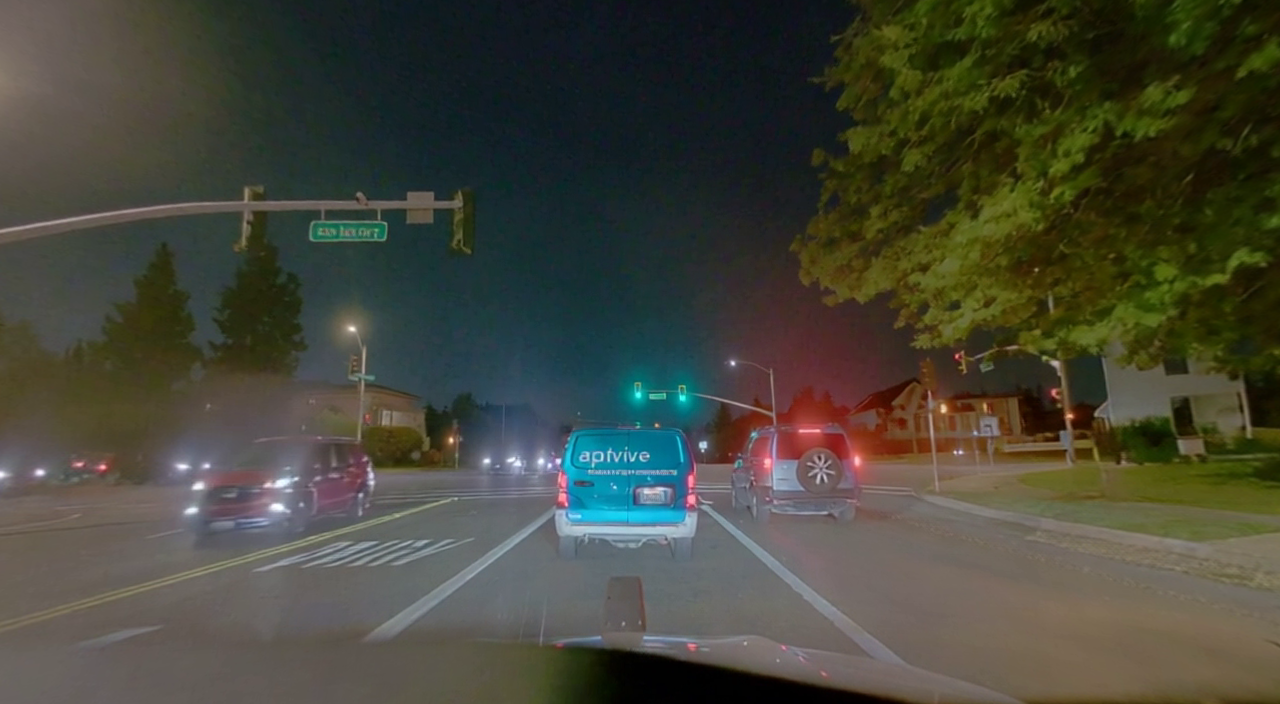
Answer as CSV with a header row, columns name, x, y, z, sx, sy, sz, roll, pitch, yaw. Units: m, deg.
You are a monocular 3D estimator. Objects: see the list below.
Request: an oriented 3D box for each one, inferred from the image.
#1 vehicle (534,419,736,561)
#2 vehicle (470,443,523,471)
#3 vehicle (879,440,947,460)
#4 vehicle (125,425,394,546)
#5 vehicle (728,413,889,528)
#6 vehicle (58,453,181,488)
name,x,y,z,sx,sy,sz,roll,pitch,yaw
vehicle,-0.066,1.923,9.502,2.321,1.624,4.367,0,-8,0
vehicle,-9.753,7.206,43.219,2.394,1.815,4.818,0,-8,2
vehicle,20.843,7.520,48.033,4.377,1.483,1.801,1,-9,-7
vehicle,-6.615,2.343,11.781,2.070,1.775,4.703,0,-8,0
vehicle,3.141,2.314,12.793,2.059,1.924,4.257,0,-8,0
vehicle,-25.268,5.754,30.618,4.073,1.603,1.920,1,-9,-8
